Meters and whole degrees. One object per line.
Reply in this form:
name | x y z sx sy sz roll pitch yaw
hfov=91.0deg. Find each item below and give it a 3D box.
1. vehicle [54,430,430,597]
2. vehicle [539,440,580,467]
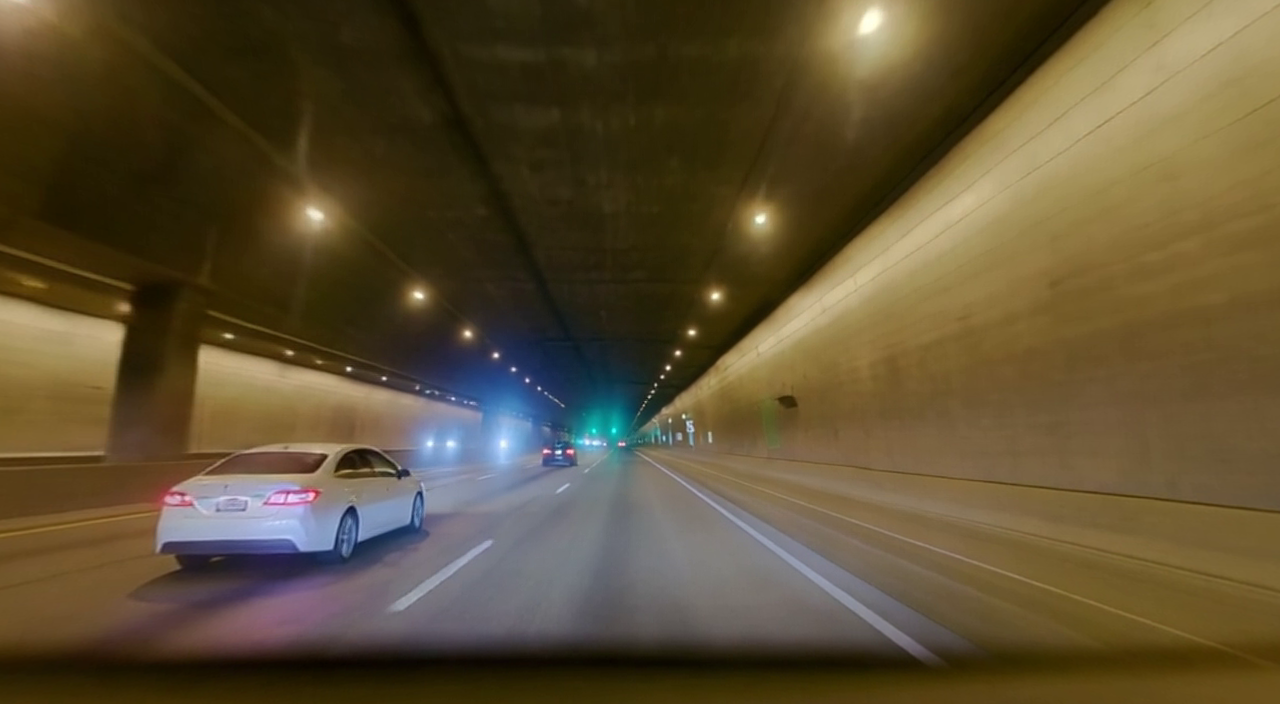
vehicle | -4.215 1.725 7.700 1.885 1.424 4.230 0 -8 -1
vehicle | -4.680 5.913 36.977 1.973 1.474 4.199 0 -8 -1
